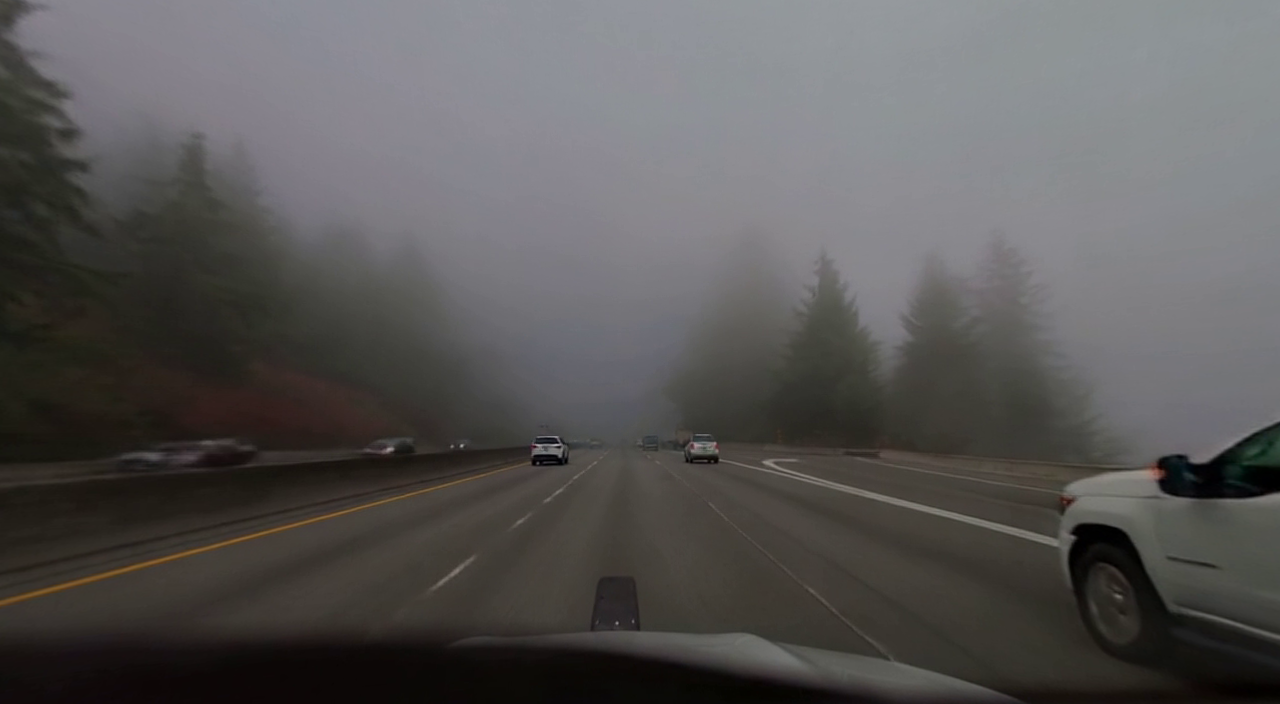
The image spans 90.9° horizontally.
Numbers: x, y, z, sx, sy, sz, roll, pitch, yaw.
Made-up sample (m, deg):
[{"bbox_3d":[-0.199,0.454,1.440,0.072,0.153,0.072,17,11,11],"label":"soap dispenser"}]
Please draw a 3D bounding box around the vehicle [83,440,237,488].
[{"bbox_3d":[-16.131,3.743,21.556,1.863,1.450,4.406,0,-8,-1],"label":"vehicle"}]

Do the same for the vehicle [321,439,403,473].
[{"bbox_3d":[-12.582,4.686,28.883,1.865,1.416,4.371,0,-8,-2],"label":"vehicle"}]

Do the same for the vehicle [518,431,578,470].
[{"bbox_3d":[-4.058,4.399,28.541,2.011,1.614,4.808,0,-8,-1],"label":"vehicle"}]

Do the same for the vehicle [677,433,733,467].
[{"bbox_3d":[2.890,4.463,28.983,1.990,1.480,3.865,0,-8,-2],"label":"vehicle"}]

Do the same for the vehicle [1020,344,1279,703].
[{"bbox_3d":[3.506,0.693,1.701,1.949,1.639,4.748,0,-8,-1],"label":"vehicle"}]
